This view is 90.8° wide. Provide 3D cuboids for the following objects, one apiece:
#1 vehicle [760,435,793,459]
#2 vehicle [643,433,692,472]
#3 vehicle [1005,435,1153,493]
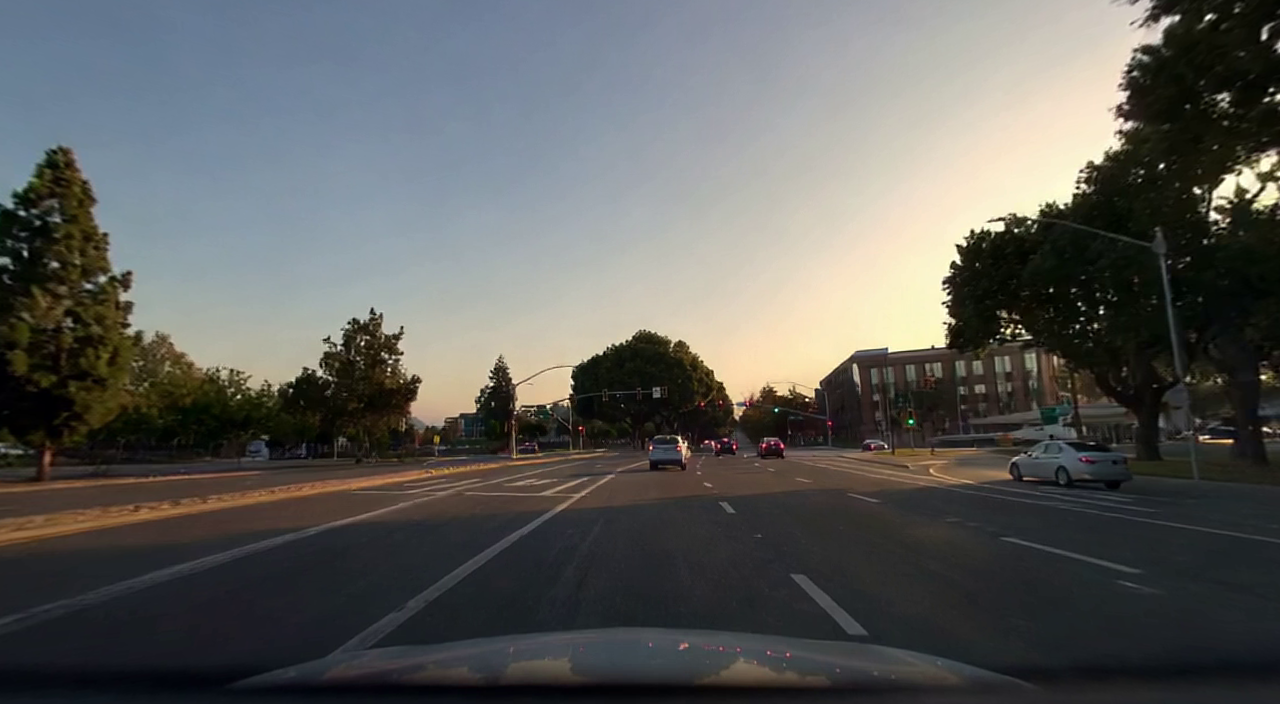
[{"bbox_3d":[10.675,7.523,49.833,2.074,1.791,4.393,-1,-9,6],"label":"vehicle"},{"bbox_3d":[1.454,5.045,31.866,2.211,1.795,4.179,-1,-9,5],"label":"vehicle"},{"bbox_3d":[13.826,3.537,20.316,2.118,1.606,4.640,-2,-9,11],"label":"vehicle"}]
